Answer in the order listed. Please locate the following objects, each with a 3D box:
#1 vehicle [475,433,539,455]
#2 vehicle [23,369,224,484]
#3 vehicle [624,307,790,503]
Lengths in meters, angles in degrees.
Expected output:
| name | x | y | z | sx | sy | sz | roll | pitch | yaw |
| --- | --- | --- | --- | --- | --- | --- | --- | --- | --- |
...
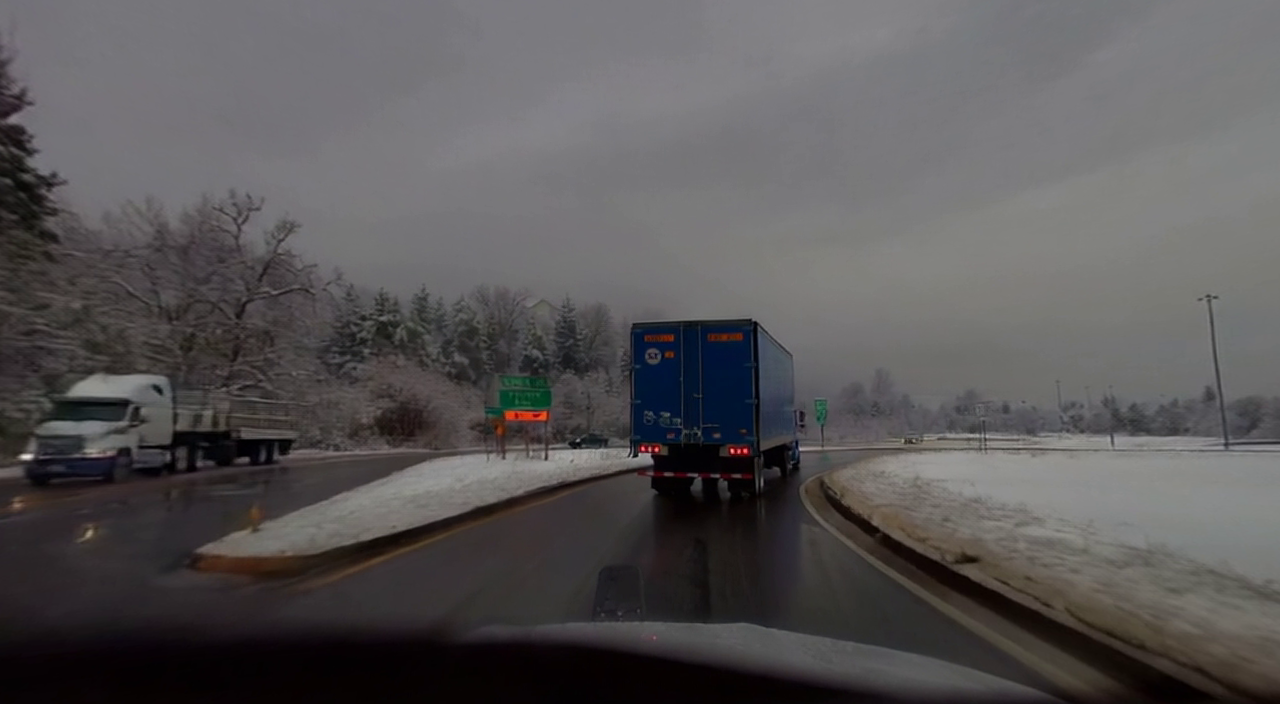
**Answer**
| name | x | y | z | sx | sy | sz | roll | pitch | yaw |
| --- | --- | --- | --- | --- | --- | --- | --- | --- | --- |
| vehicle | -10.434 | 7.214 | 49.316 | 4.578 | 1.573 | 1.806 | 3 | -9 | -25 |
| vehicle | -18.983 | 2.849 | 23.797 | 3.008 | 3.708 | 6.125 | 0 | -8 | -10 |
| vehicle | 2.270 | 1.620 | 16.536 | 2.937 | 3.647 | 9.344 | -3 | -8 | 14 |
